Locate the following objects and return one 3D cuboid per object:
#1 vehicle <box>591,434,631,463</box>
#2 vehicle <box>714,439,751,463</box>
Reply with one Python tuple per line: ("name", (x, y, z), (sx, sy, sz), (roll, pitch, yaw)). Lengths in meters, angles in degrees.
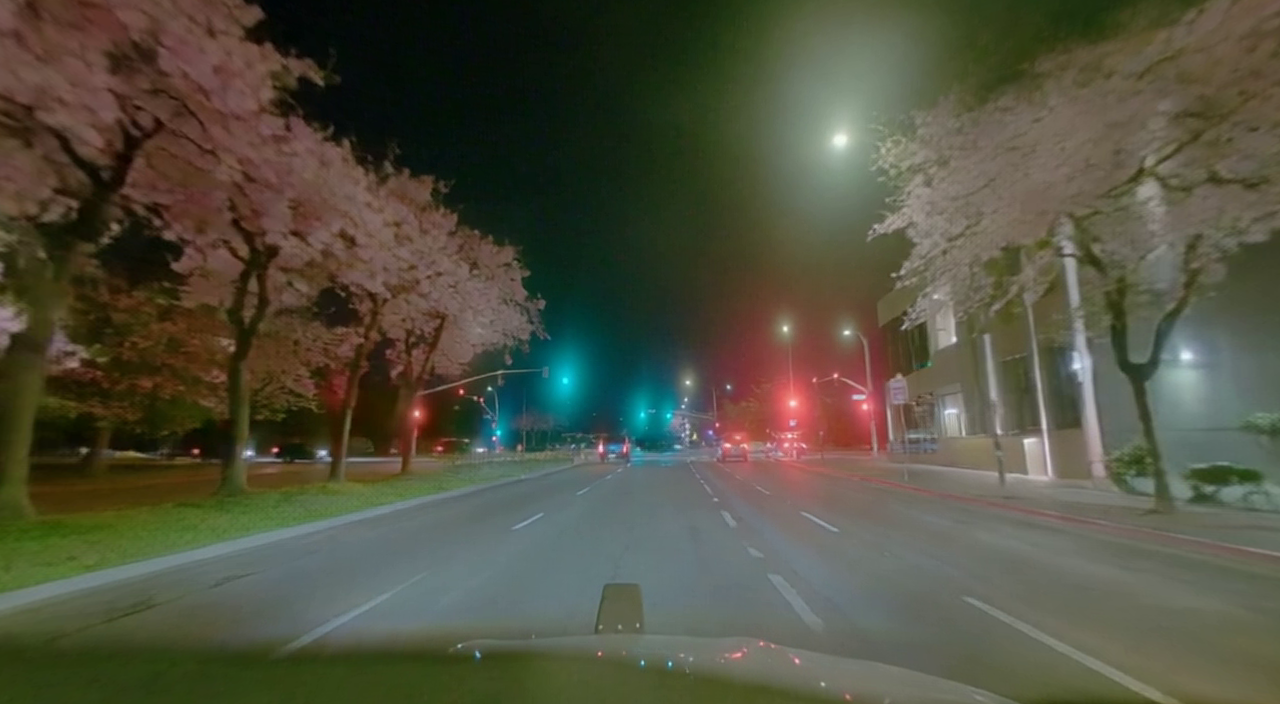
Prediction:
("vehicle", (-1.805, 6.182, 40.513), (1.995, 1.703, 4.367), (-1, -9, 4))
("vehicle", (6.194, 6.684, 42.753), (2.007, 1.466, 4.291), (-1, -8, 2))
